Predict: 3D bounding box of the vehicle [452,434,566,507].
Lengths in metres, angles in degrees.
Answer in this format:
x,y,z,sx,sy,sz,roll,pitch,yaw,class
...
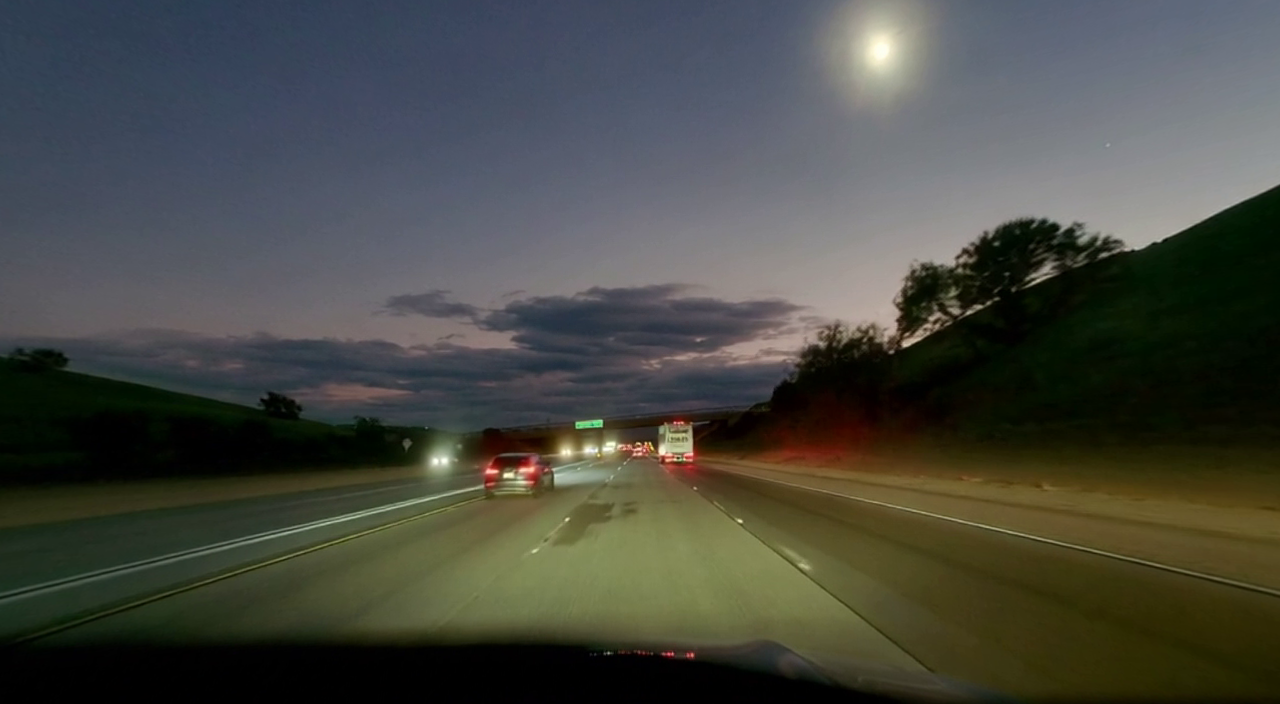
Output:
x,y,z,sx,sy,sz,roll,pitch,yaw,class
-3.225,3.038,16.538,2.052,1.654,4.303,0,-9,0,vehicle
